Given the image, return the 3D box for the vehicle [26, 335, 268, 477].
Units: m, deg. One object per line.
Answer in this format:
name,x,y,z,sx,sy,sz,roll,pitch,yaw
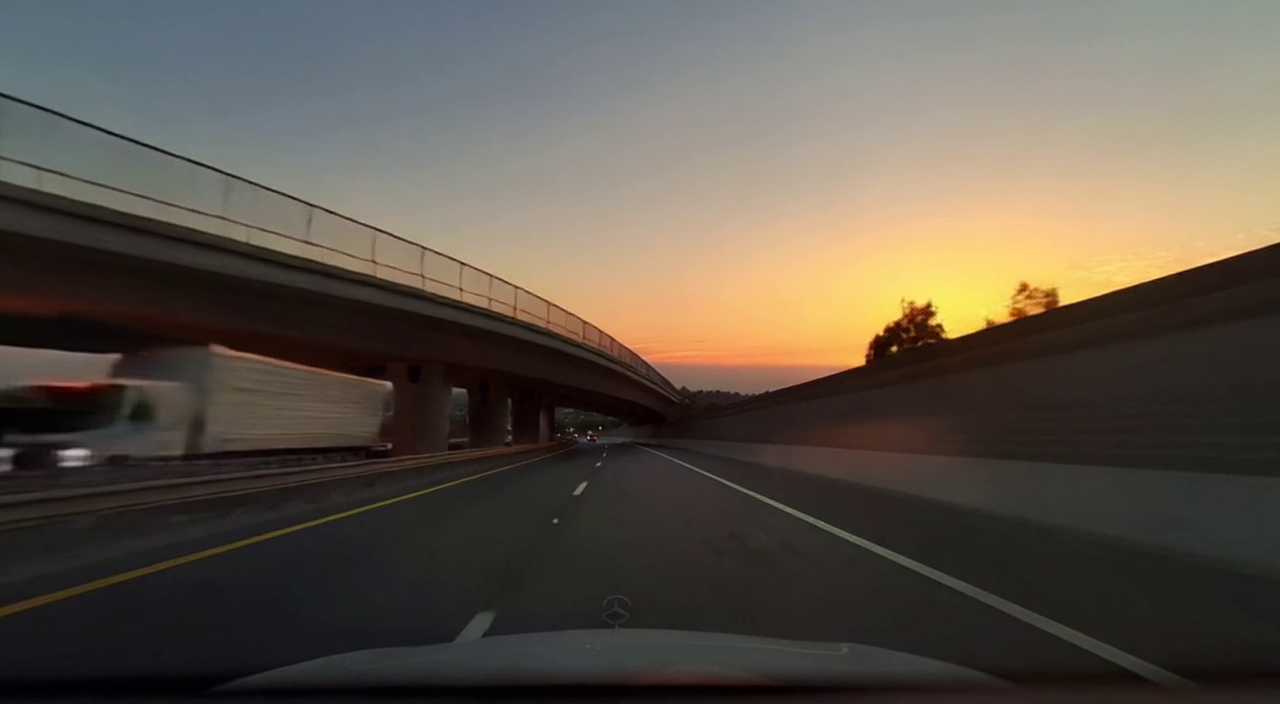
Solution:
vehicle,-15.551,1.899,20.691,3.006,3.965,5.994,0,-8,-2
